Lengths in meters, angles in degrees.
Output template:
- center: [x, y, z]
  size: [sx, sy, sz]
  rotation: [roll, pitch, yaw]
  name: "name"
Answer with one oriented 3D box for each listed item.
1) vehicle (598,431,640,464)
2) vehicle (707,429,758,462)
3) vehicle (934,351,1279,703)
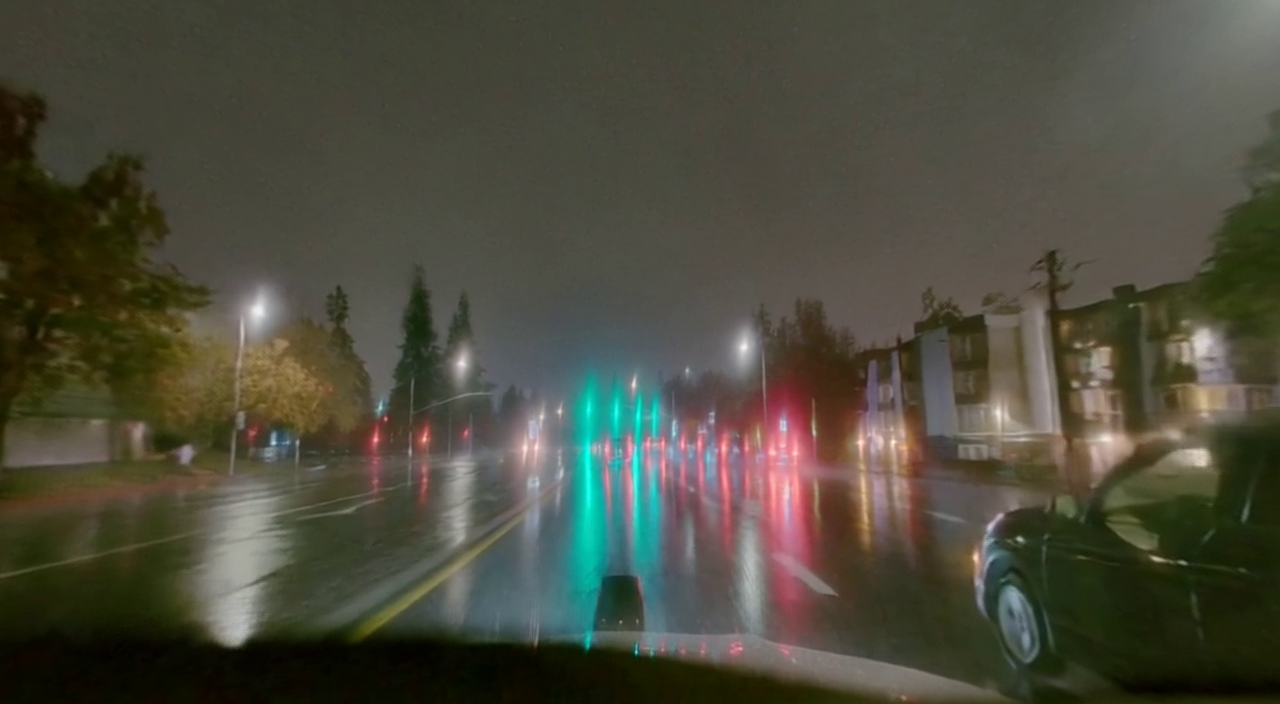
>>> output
- center: [-1.181, 5.063, 33.780]
  size: [2.101, 1.641, 4.341]
  rotation: [0, -8, -4]
  name: "vehicle"
- center: [5.702, 5.836, 39.605]
  size: [2.052, 1.886, 5.297]
  rotation: [0, -8, -4]
  name: "vehicle"
- center: [3.461, 0.887, 2.901]
  size: [1.893, 1.664, 4.670]
  rotation: [0, -8, -1]
  name: "vehicle"
